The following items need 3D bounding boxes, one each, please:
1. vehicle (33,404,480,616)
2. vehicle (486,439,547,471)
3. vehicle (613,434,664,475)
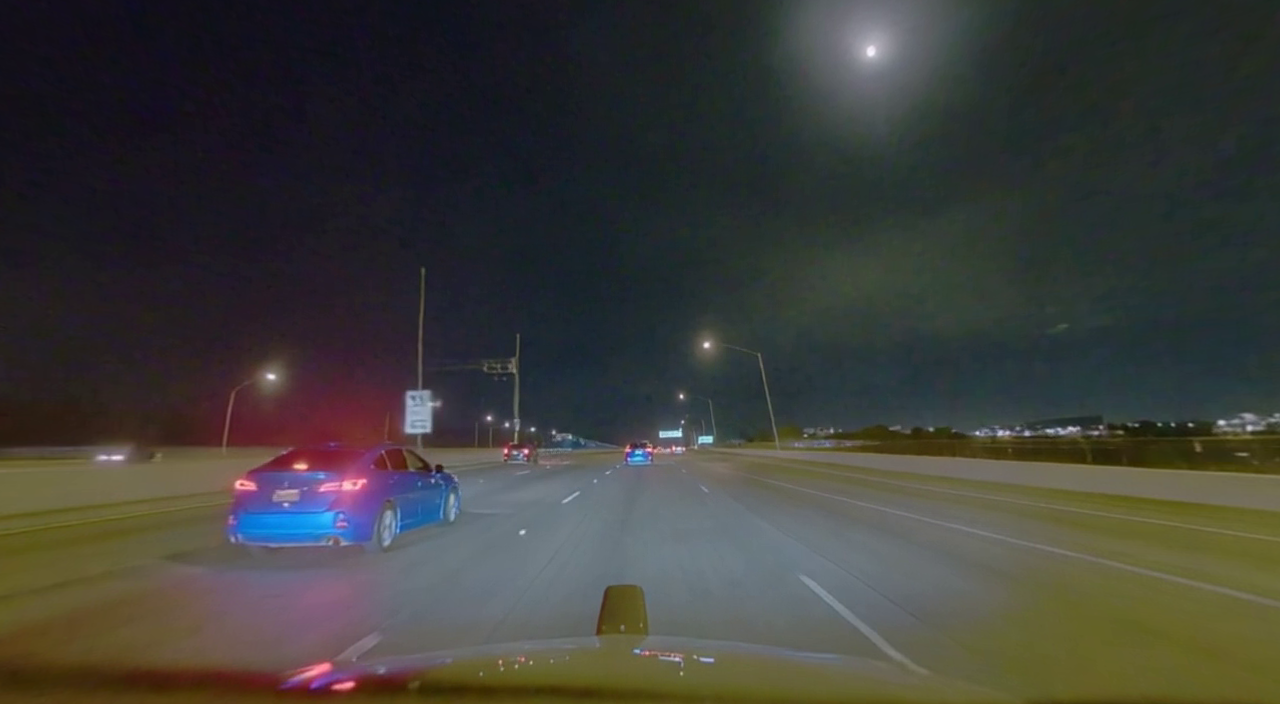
[{"bbox_3d":[-3.543,1.552,7.150,2.124,1.607,4.531,0,-9,1],"label":"vehicle"},{"bbox_3d":[-6.205,5.225,32.085,1.994,1.519,4.668,0,-9,2],"label":"vehicle"},{"bbox_3d":[-0.027,4.650,28.580,2.155,1.690,4.318,0,-9,1],"label":"vehicle"}]
